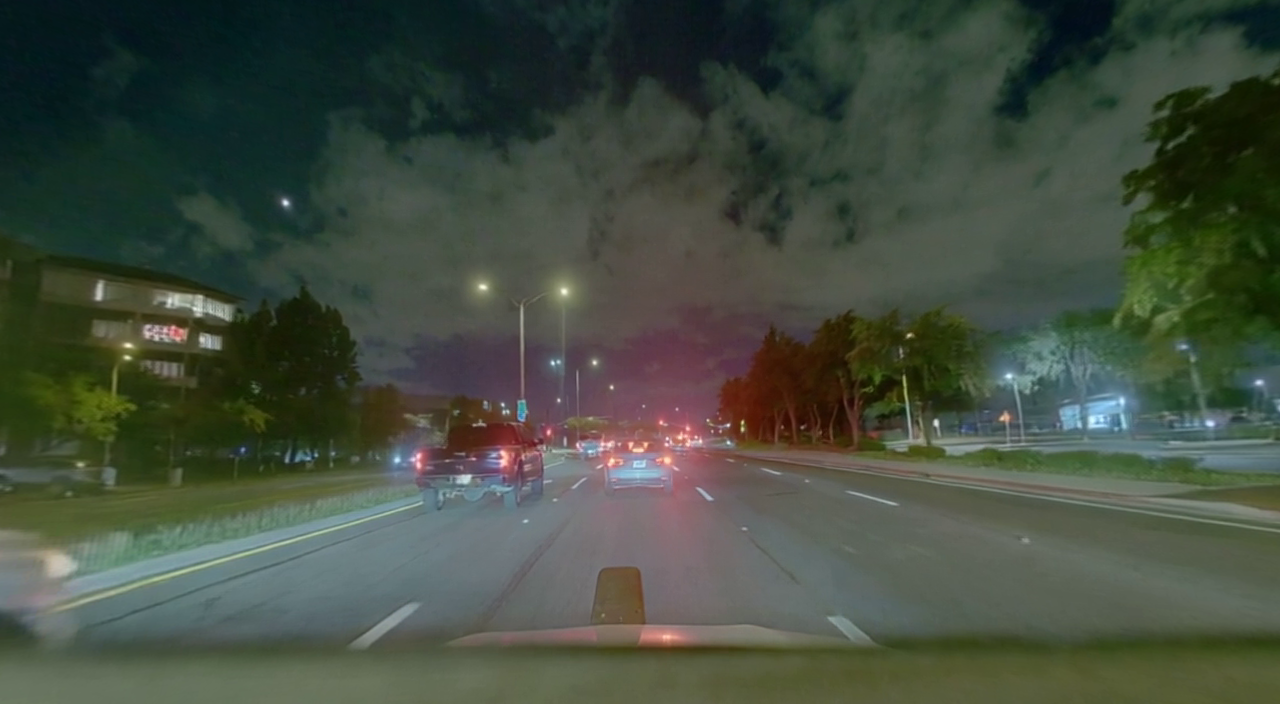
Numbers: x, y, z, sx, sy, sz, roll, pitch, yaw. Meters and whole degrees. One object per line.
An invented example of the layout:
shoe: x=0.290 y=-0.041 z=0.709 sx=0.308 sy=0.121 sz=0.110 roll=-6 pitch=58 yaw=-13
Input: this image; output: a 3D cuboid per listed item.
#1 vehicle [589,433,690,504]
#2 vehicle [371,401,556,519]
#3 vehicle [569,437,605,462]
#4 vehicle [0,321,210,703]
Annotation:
vehicle: x=-0.072 y=2.758 z=15.374 sx=2.126 sy=1.475 sz=3.967 roll=0 pitch=-8 yaw=-2
vehicle: x=-3.366 y=2.241 z=13.571 sx=2.301 sy=1.985 sz=5.531 roll=0 pitch=-8 yaw=1
vehicle: x=-3.601 y=6.747 z=43.799 sx=2.147 sy=1.590 sz=4.209 roll=0 pitch=-8 yaw=0
vehicle: x=-3.329 y=0.618 z=1.223 sx=2.046 sy=1.751 sz=4.208 roll=0 pitch=-8 yaw=-1
